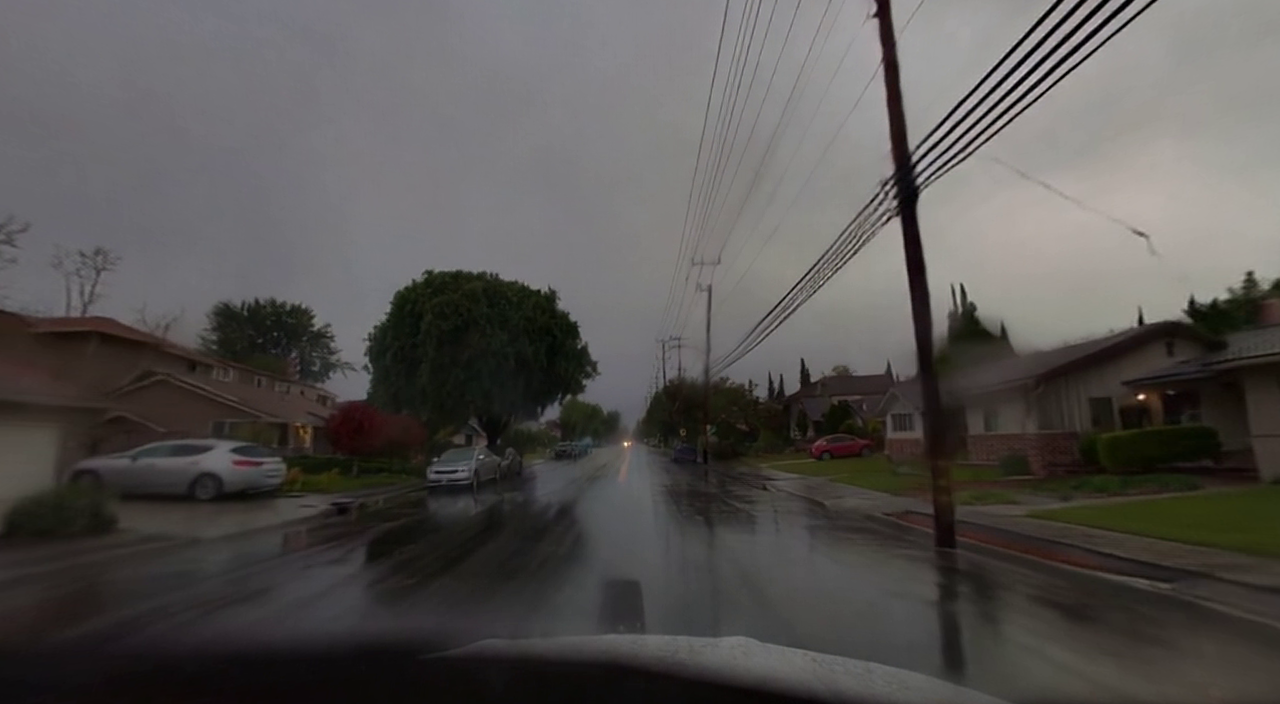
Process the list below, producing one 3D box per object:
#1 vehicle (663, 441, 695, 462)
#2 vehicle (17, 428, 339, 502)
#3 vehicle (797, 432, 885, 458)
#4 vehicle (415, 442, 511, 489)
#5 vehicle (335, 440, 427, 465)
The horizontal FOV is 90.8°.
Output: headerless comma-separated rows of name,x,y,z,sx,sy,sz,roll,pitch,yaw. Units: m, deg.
vehicle,2.815,7.341,46.726,1.925,1.482,4.326,0,-8,-2
vehicle,-12.182,3.012,17.197,6.619,1.759,2.632,0,-8,-2
vehicle,12.050,5.623,38.041,4.605,1.492,1.898,0,-8,-1
vehicle,-6.372,4.117,23.428,2.208,1.491,5.089,0,-8,-1
vehicle,-16.034,6.237,39.282,4.833,1.489,1.987,0,-8,2
